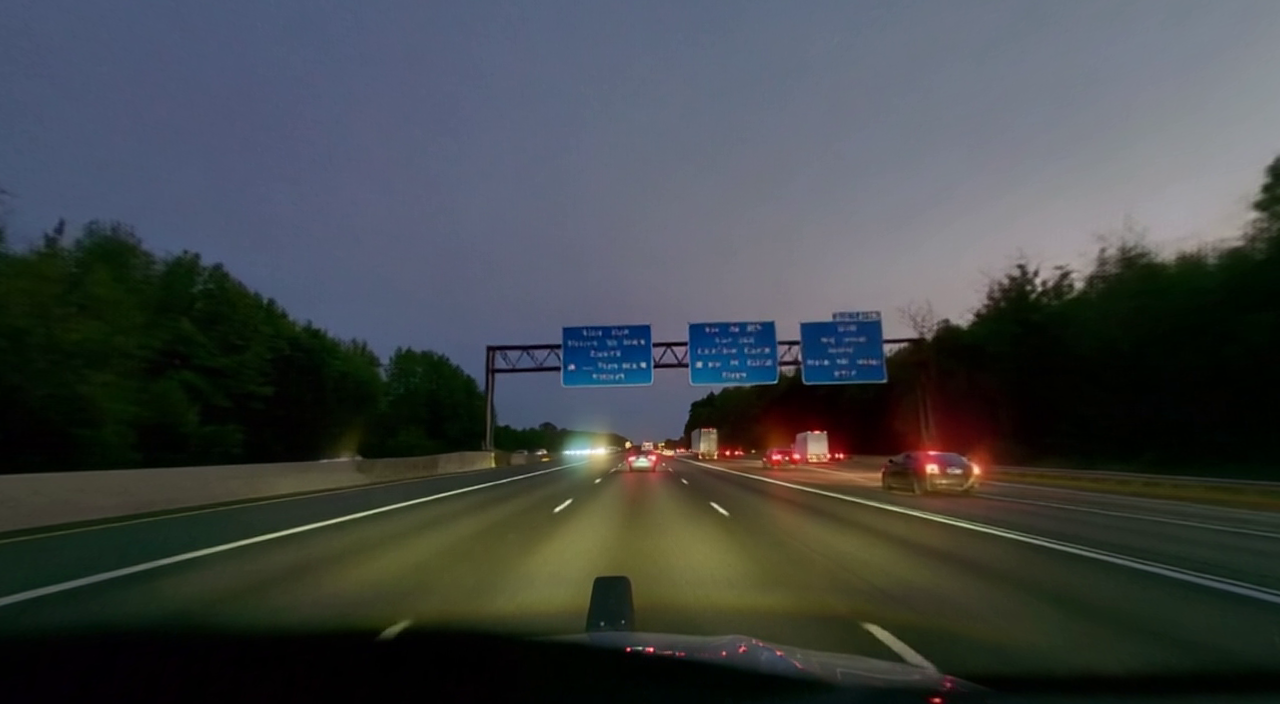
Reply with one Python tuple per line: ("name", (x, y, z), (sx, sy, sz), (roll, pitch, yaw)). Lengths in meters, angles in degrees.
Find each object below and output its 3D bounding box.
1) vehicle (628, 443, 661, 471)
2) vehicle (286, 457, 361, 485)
("vehicle", (0.300, 7.218, 43.486), (2.167, 1.847, 4.097), (0, -9, 0))
("vehicle", (-18.070, 6.778, 36.218), (1.859, 1.437, 4.679), (0, -9, 1))
